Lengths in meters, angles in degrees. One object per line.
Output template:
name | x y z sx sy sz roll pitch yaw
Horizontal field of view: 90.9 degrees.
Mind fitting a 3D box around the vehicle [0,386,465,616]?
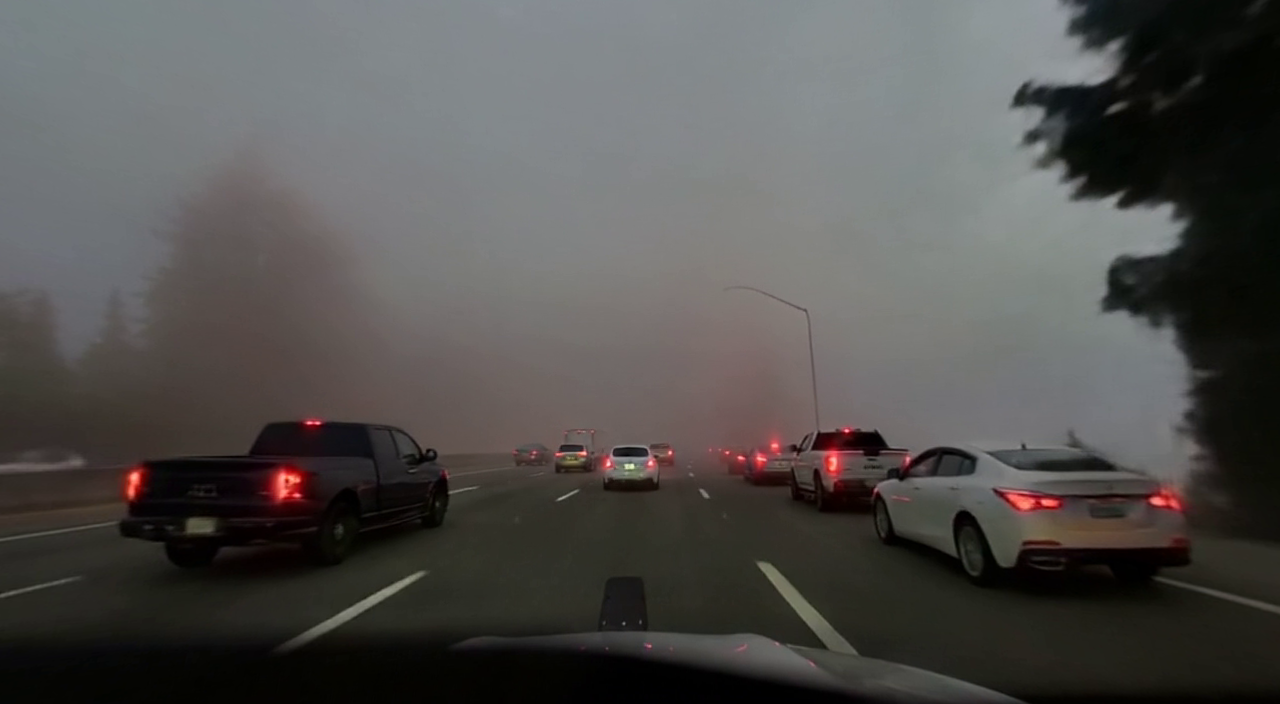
vehicle | -4.071 1.588 7.860 2.110 1.811 5.585 0 -8 1

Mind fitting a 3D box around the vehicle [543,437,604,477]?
vehicle | -3.019 4.867 29.550 2.153 1.726 4.546 -1 -8 3

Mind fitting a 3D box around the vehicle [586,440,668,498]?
vehicle | -0.279 3.262 18.006 2.070 1.456 4.029 0 -8 1

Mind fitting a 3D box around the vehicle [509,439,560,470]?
vehicle | -6.173 6.055 37.409 2.023 1.693 4.386 -1 -8 3

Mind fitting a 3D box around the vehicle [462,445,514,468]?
vehicle | -10.084 6.978 42.316 1.903 1.460 4.958 -1 -8 4

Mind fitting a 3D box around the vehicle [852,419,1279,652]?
vehicle | 3.853 1.496 6.265 1.940 1.475 4.328 0 -8 0
